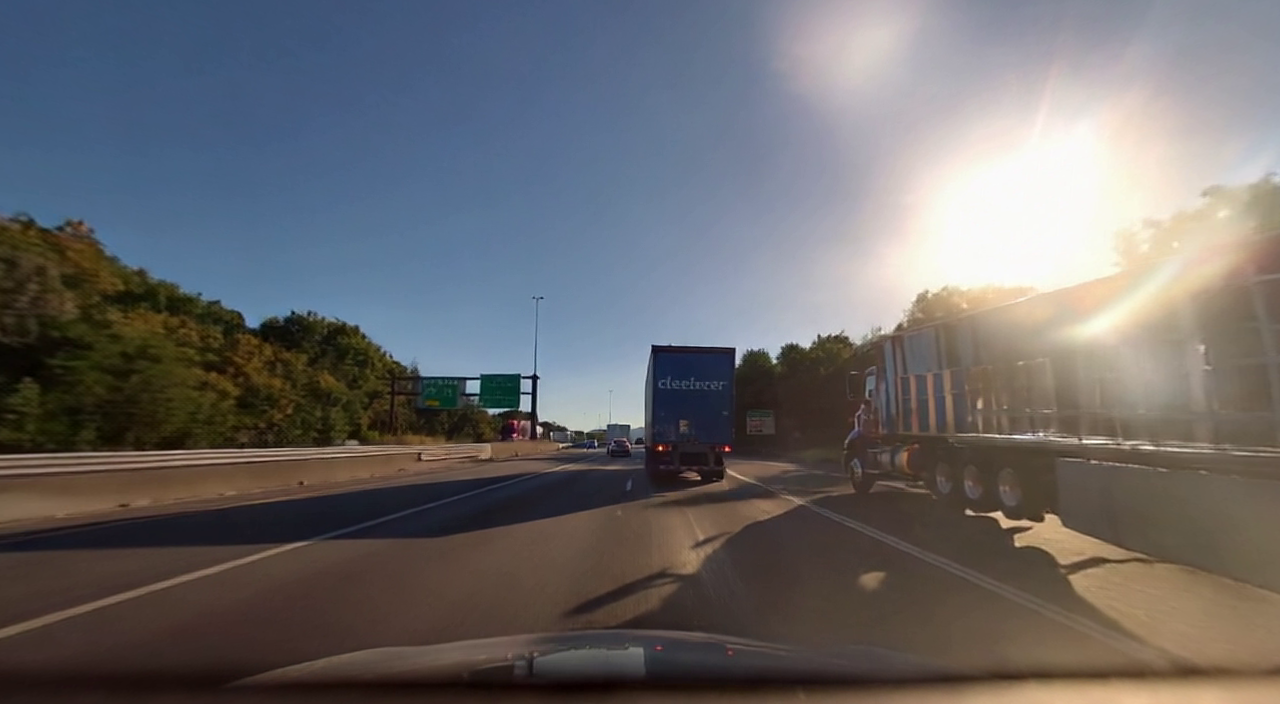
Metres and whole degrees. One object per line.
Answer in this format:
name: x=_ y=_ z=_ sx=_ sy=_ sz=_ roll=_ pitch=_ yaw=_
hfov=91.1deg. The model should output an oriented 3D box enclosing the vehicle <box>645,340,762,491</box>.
vehicle: x=1.648 y=2.270 z=21.067 sx=2.920 sy=3.860 sz=10.035 roll=0 pitch=-8 yaw=0
